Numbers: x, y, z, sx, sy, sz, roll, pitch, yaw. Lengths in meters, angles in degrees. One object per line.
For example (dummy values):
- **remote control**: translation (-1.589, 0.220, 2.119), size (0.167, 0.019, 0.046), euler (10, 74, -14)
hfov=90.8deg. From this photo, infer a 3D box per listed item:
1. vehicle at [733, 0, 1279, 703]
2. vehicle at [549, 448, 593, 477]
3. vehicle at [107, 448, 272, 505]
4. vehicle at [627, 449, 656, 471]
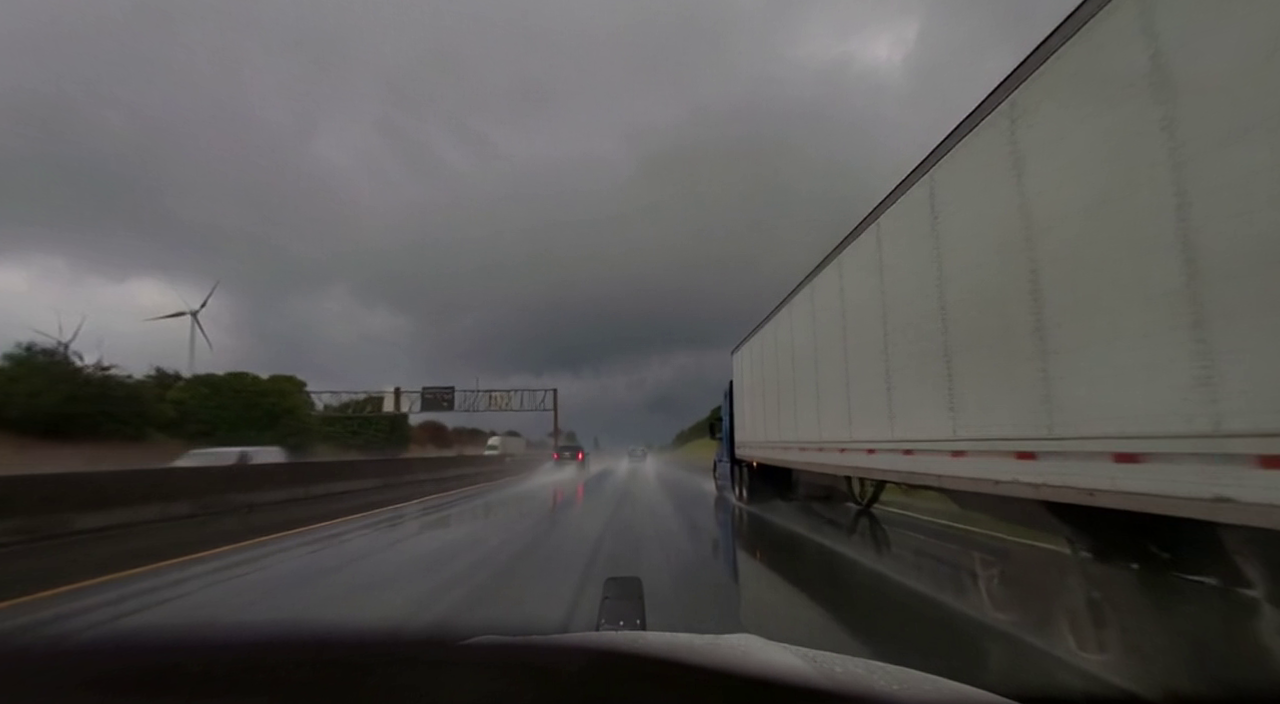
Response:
- **vehicle**: translation (3.820, 0.780, 8.343), size (2.947, 3.989, 13.568), euler (0, -9, -1)
- **vehicle**: translation (-3.838, 6.190, 35.609), size (1.952, 1.521, 4.095), euler (0, -9, 1)
- **vehicle**: translation (-12.127, 3.329, 17.319), size (1.780, 1.383, 3.624), euler (0, -9, 1)
- **vehicle**: translation (0.073, 7.638, 44.923), size (1.931, 1.453, 3.695), euler (0, -9, -1)
